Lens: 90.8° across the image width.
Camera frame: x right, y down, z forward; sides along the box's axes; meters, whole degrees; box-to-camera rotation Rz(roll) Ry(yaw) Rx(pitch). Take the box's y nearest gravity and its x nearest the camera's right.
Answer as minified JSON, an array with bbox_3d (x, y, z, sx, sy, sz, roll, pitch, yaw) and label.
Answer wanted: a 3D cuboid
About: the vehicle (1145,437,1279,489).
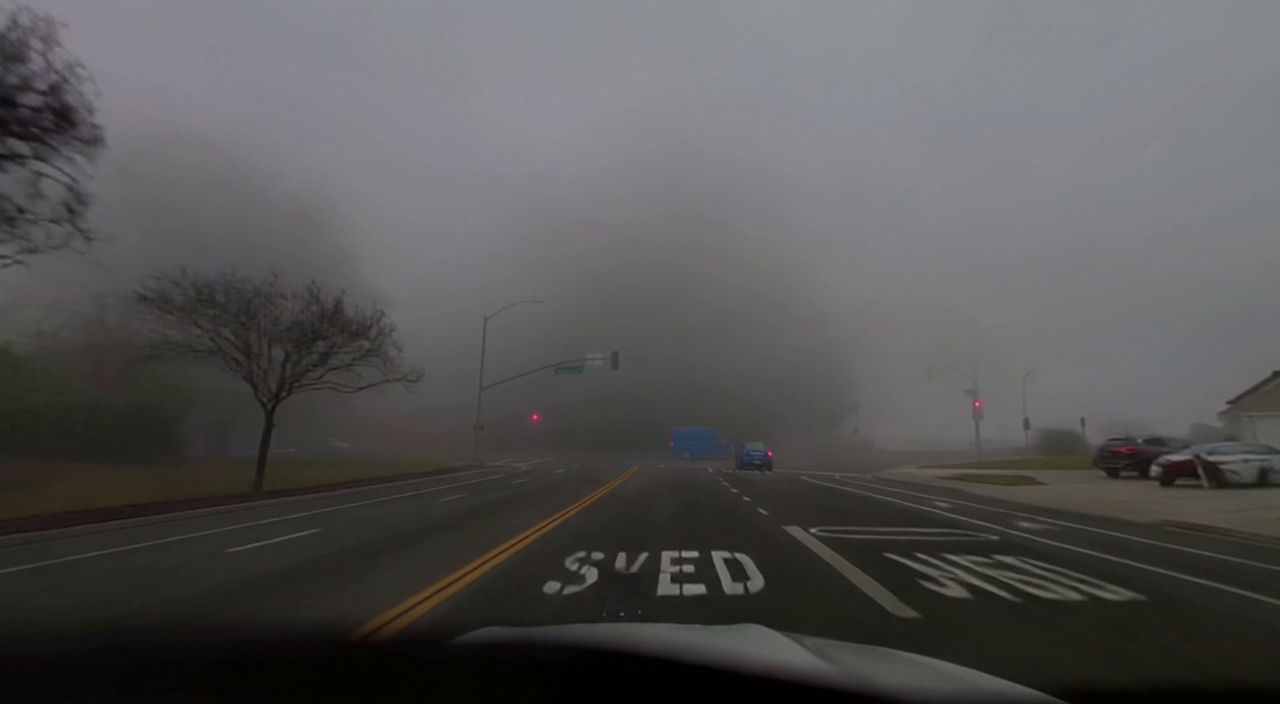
[{"bbox_3d":[17.983,3.279,18.857,4.104,1.449,1.896,-1,-8,2],"label":"vehicle"}]

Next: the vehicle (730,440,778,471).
[{"bbox_3d":[5.952,5.455,33.428,1.947,1.485,4.336,-1,-8,3],"label":"vehicle"}]
